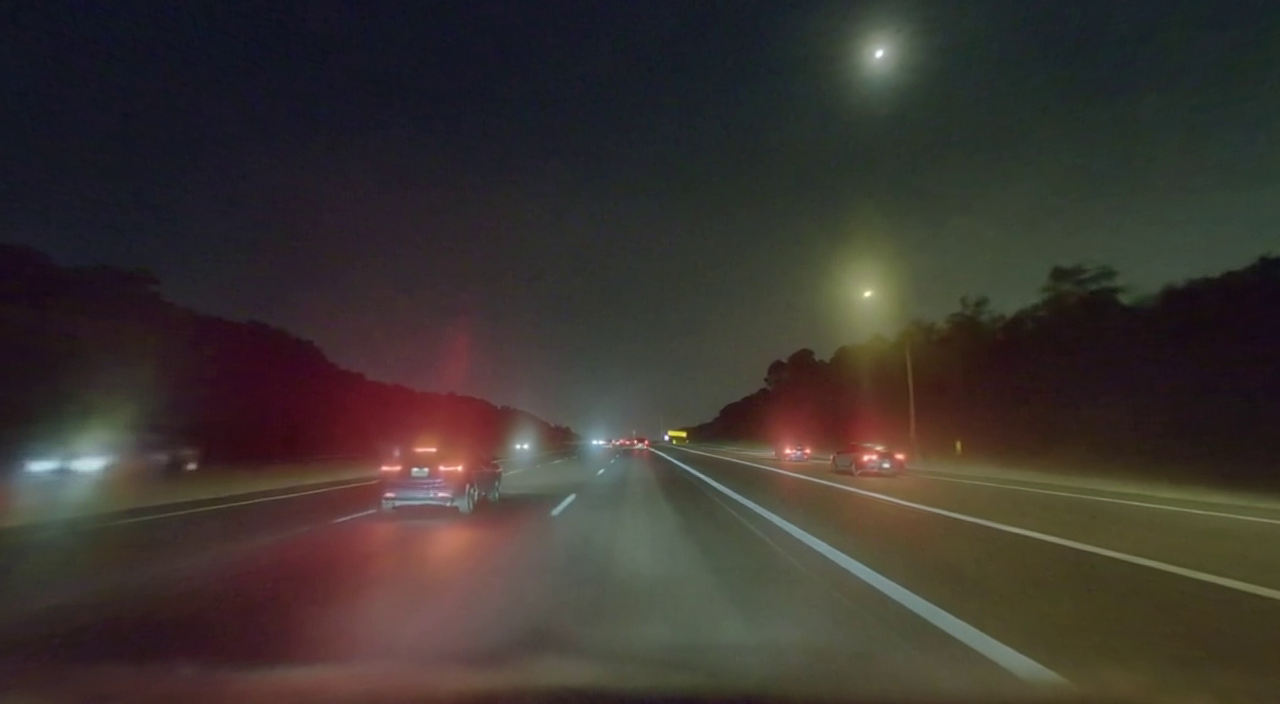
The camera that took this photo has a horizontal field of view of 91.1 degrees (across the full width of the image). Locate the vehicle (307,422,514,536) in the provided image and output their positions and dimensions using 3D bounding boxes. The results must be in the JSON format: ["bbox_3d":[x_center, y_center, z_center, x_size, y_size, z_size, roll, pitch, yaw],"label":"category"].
[{"bbox_3d":[-3.705,2.100,11.147,2.039,1.589,4.324,0,-8,0],"label":"vehicle"}]
